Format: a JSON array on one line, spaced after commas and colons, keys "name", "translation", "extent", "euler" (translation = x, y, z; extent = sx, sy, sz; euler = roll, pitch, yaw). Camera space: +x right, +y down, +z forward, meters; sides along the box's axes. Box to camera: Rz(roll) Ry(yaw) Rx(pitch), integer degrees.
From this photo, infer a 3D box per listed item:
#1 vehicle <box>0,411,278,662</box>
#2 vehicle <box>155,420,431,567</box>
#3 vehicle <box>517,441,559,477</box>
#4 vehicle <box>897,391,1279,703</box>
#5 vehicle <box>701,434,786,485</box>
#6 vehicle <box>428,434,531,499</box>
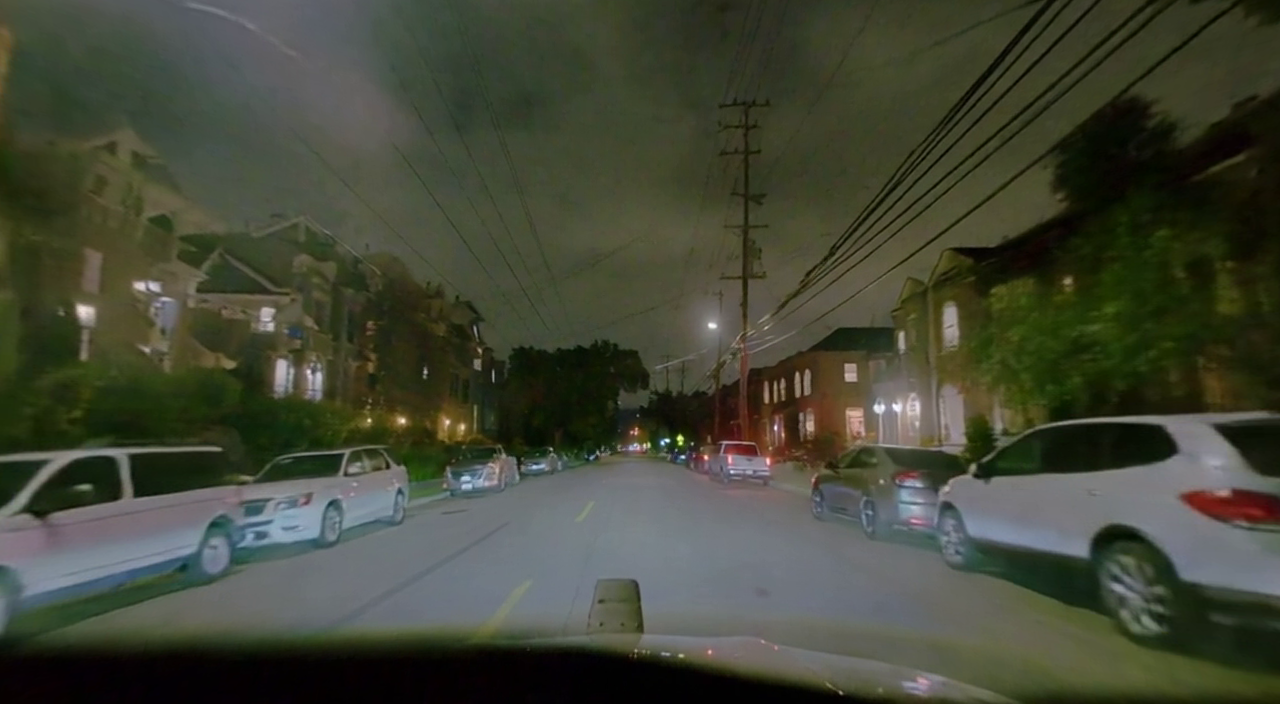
[{"name": "vehicle", "translation": [-5.389, 1.512, 5.685], "extent": [1.873, 1.709, 4.206], "euler": [-3, -8, -1]}, {"name": "vehicle", "translation": [-5.422, 2.227, 10.929], "extent": [1.955, 1.844, 5.109], "euler": [-2, -8, -1]}, {"name": "vehicle", "translation": [-5.869, 6.154, 36.764], "extent": [2.046, 1.825, 4.627], "euler": [-2, -8, -6]}, {"name": "vehicle", "translation": [4.196, 1.364, 5.562], "extent": [1.979, 1.620, 4.684], "euler": [0, -9, 1]}, {"name": "vehicle", "translation": [4.044, 4.349, 25.859], "extent": [2.279, 1.848, 5.577], "euler": [1, -9, -3]}, {"name": "vehicle", "translation": [-5.544, 3.983, 22.686], "extent": [2.285, 1.895, 5.883], "euler": [-2, -8, -1]}]
